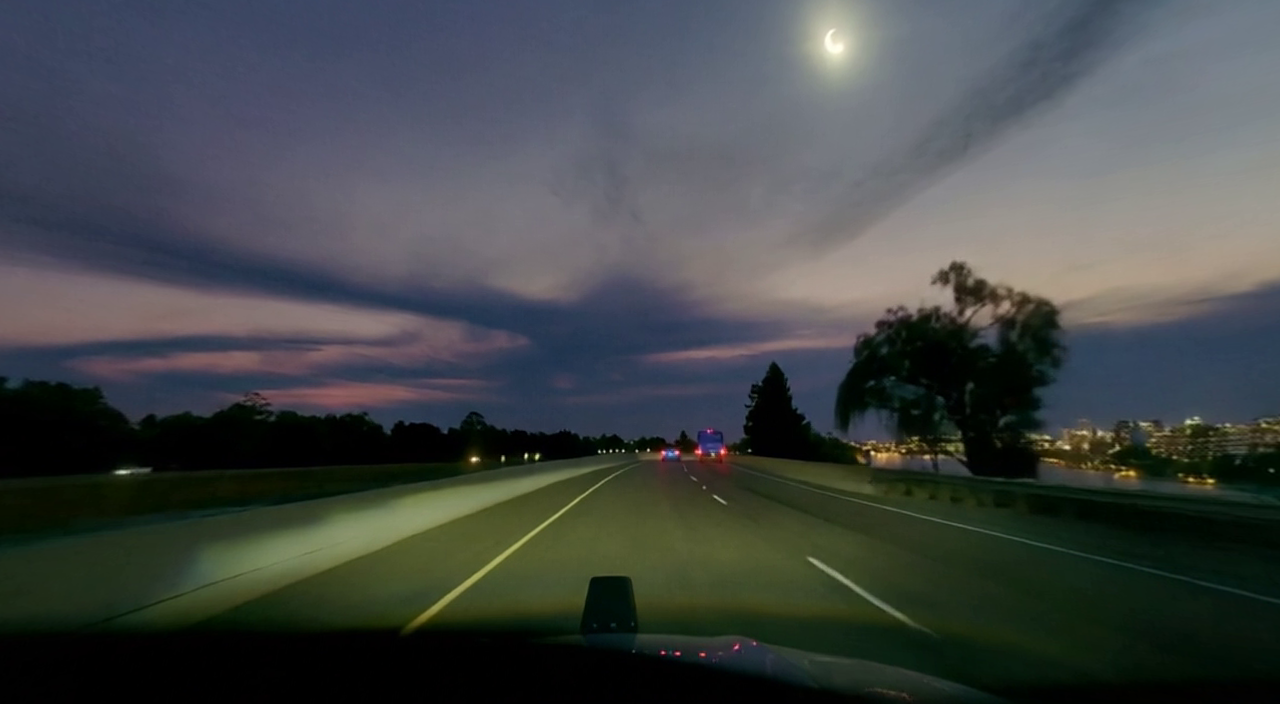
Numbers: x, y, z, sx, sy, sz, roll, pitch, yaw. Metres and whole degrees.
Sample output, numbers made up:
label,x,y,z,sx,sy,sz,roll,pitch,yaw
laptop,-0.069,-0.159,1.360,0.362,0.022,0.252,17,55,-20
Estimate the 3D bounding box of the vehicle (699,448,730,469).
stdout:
label,x,y,z,sx,sy,sz,roll,pitch,yaw
vehicle,5.599,8.072,48.054,2.030,1.526,4.165,0,-9,3
